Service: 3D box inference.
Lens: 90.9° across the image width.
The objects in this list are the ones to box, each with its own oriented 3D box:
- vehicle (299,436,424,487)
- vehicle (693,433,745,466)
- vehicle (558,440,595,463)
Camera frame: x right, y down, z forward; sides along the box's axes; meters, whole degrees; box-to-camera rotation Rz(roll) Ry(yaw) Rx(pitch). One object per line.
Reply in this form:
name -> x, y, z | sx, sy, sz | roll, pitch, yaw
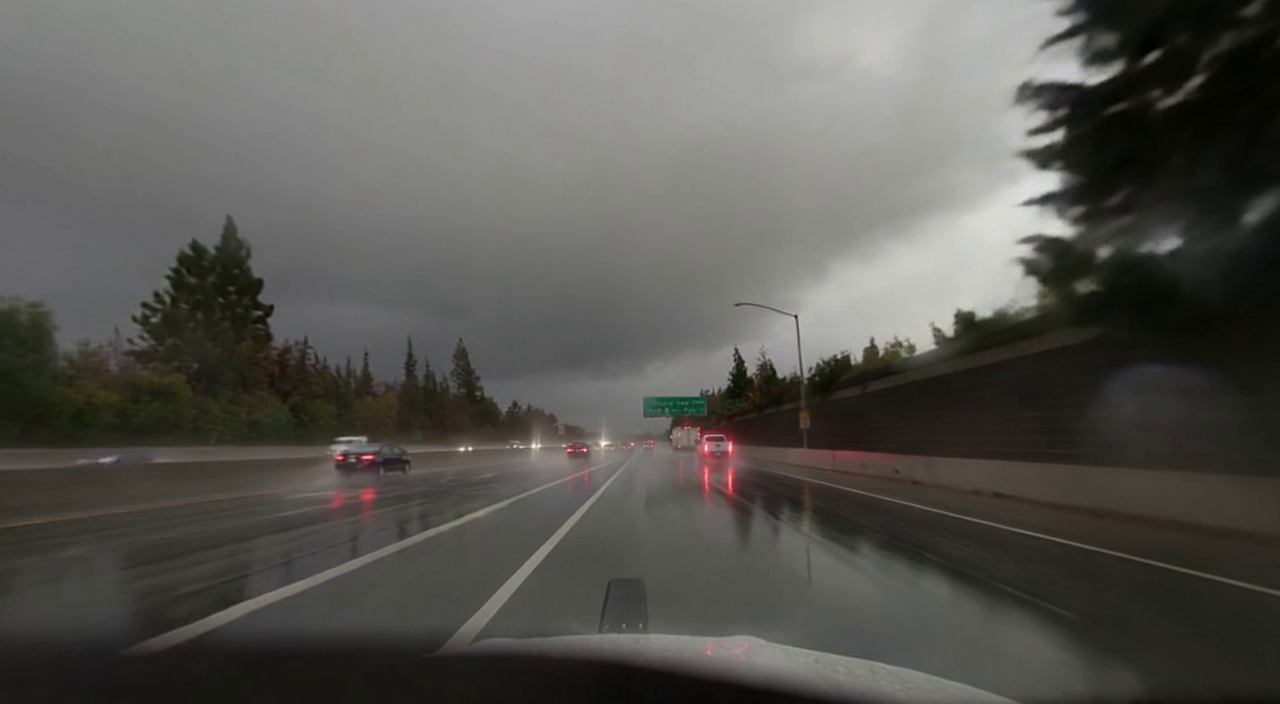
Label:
vehicle -> -8.975, 3.551, 20.840 | 1.899, 1.465, 4.589 | 0, -8, 2
vehicle -> 4.906, 6.196, 40.348 | 2.355, 1.930, 6.633 | 0, -8, -1
vehicle -> -4.282, 6.795, 43.094 | 1.981, 1.473, 4.317 | 0, -8, 2
